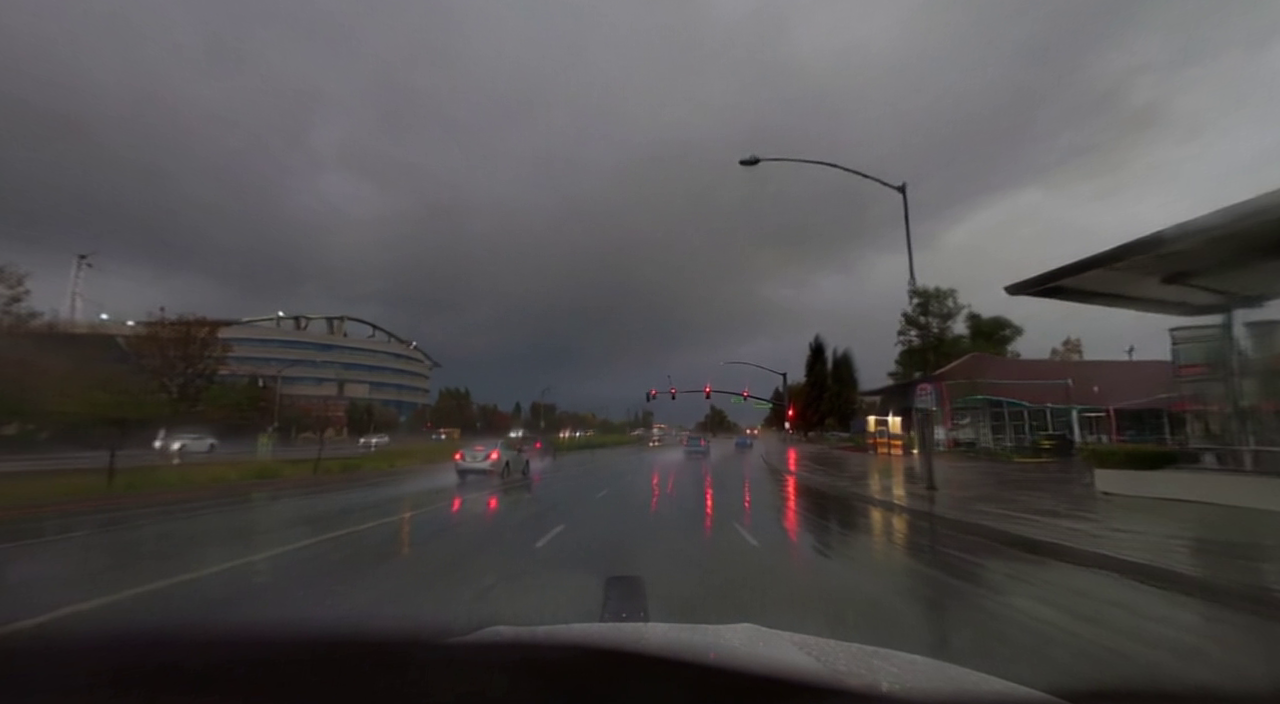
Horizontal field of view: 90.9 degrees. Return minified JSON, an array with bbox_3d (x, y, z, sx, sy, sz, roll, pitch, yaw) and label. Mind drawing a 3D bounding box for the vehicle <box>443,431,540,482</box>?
[{"bbox_3d":[-5.405,3.882,23.680,2.181,1.728,4.515,-1,-9,5],"label":"vehicle"}]
